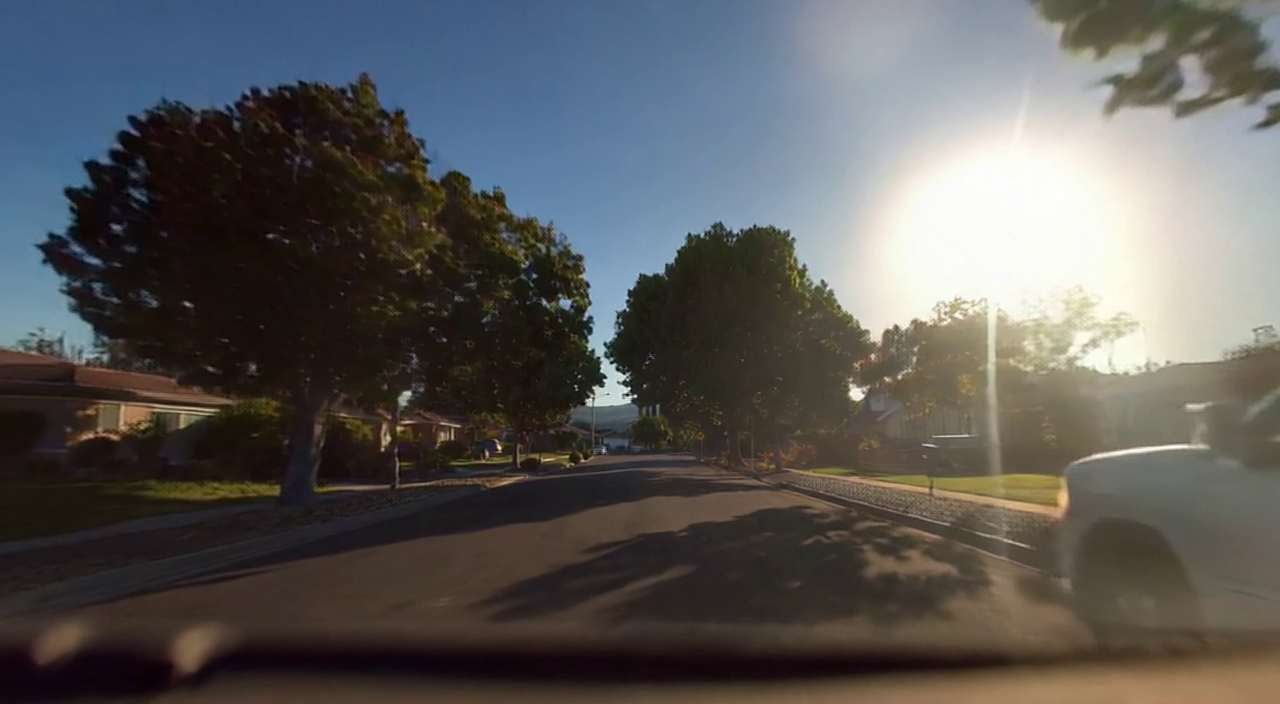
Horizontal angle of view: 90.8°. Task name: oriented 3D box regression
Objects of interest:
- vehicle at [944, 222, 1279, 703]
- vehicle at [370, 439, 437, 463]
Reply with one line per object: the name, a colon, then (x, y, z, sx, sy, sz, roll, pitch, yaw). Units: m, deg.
vehicle: (3.714, 0.450, 1.042, 2.789, 2.206, 7.420, 0, -9, 1)
vehicle: (-18.563, 7.794, 49.748, 4.359, 1.789, 2.123, 0, -10, 1)
